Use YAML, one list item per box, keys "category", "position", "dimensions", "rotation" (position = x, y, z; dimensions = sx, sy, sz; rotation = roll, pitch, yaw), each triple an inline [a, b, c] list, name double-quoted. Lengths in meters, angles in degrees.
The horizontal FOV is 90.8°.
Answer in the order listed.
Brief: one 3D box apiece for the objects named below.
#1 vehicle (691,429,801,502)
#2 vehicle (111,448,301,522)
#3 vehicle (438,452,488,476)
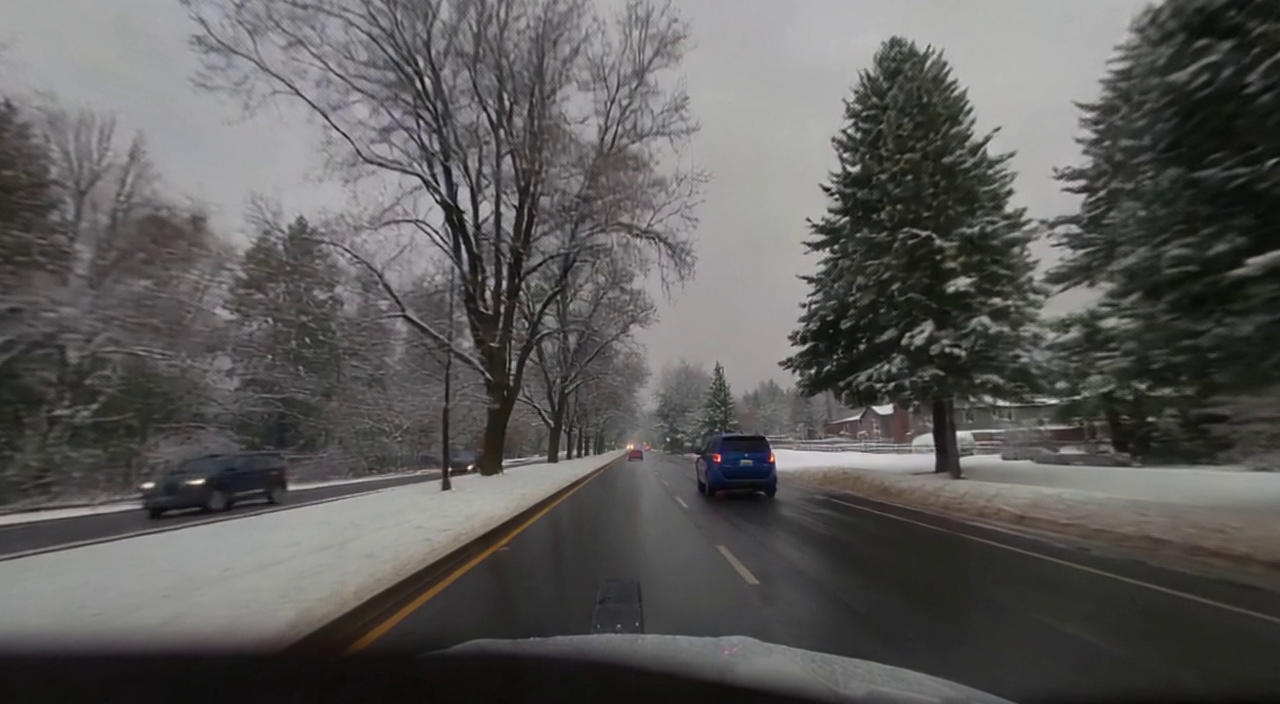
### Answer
- category: "vehicle"
  position: [2.709, 3.036, 17.298]
  dimensions: [2.164, 1.725, 4.285]
  rotation: [0, -9, -1]
- category: "vehicle"
  position: [-11.545, 3.504, 17.295]
  dimensions: [2.003, 1.733, 4.392]
  rotation: [0, -9, 1]
- category: "vehicle"
  position: [-11.704, 7.441, 42.163]
  dimensions: [1.968, 1.476, 4.631]
  rotation: [0, -9, 1]
